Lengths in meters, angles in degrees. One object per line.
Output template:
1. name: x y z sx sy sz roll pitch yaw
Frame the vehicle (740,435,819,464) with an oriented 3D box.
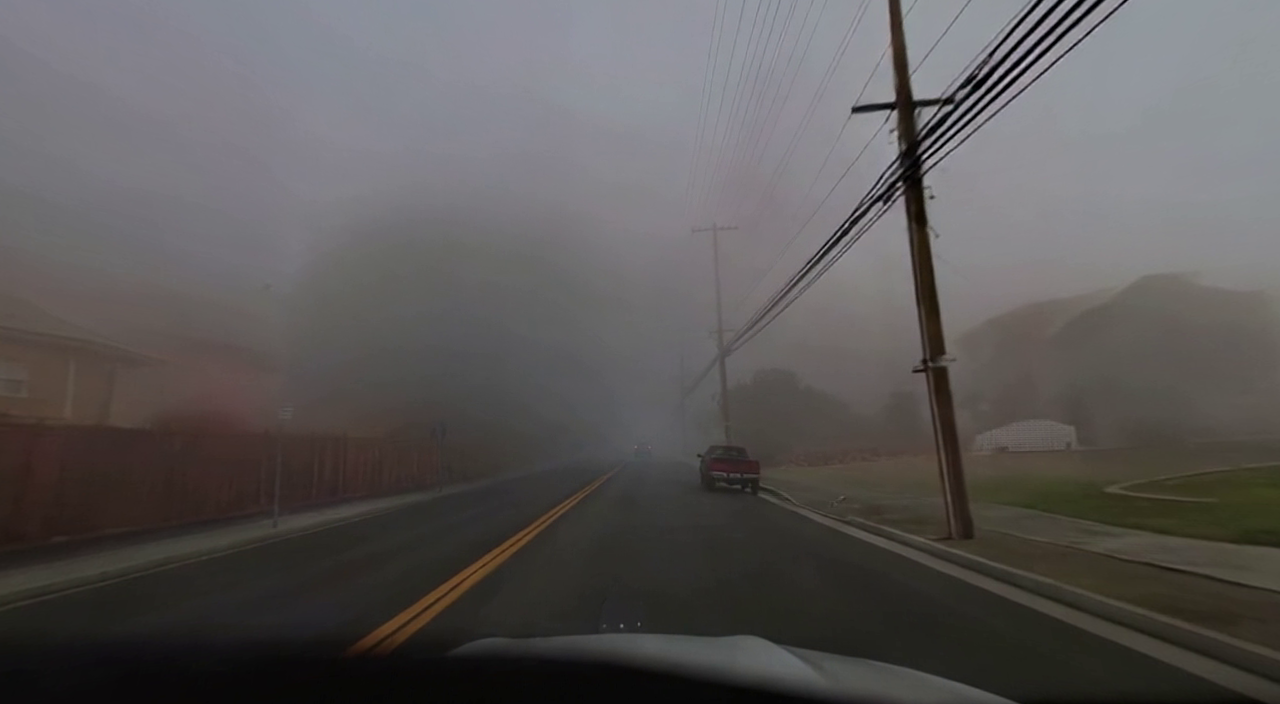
1. vehicle: 8.927 6.281 40.781 4.585 1.823 1.991 0 -9 1

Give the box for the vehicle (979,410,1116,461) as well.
1. vehicle: 18.102 3.753 28.273 4.457 1.780 2.170 -5 -9 0

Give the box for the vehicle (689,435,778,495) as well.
1. vehicle: 2.891 3.635 20.612 2.108 1.710 4.499 0 -9 -1
